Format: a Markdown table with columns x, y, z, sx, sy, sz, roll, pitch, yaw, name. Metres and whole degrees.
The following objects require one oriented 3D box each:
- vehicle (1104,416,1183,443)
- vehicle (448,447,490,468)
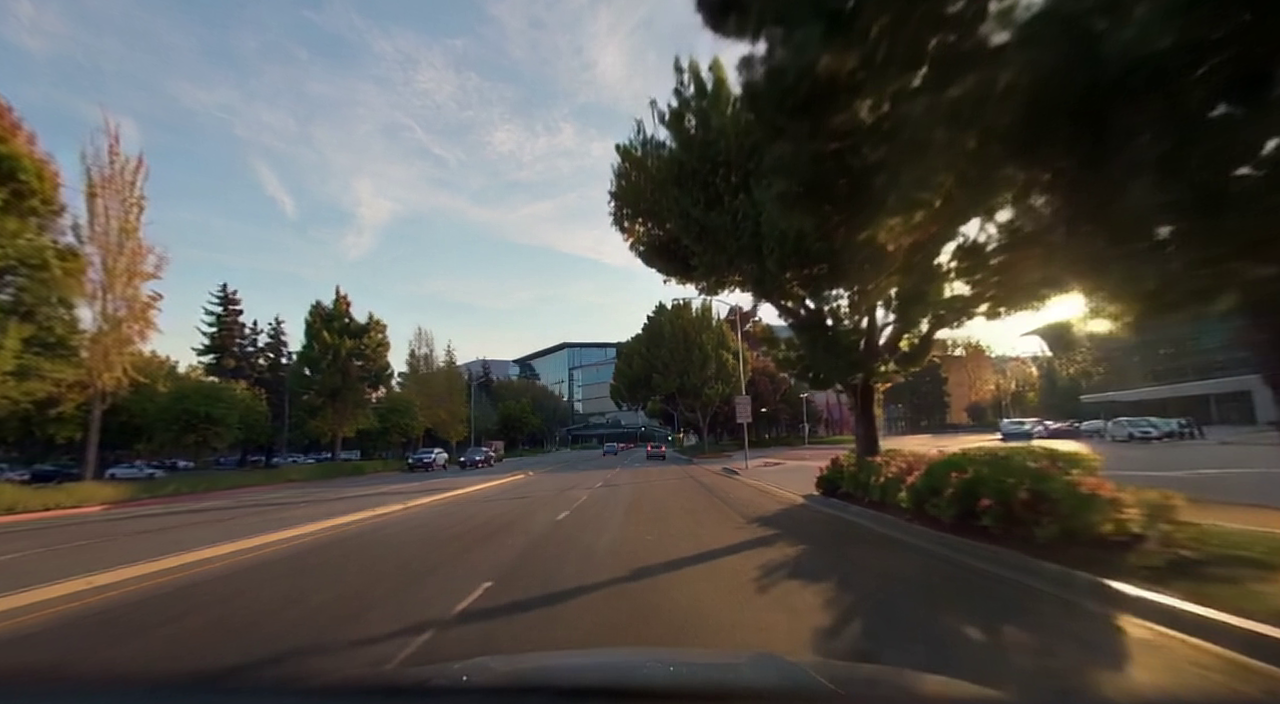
| x | y | z | sx | sy | sz | roll | pitch | yaw | name |
| --- | --- | --- | --- | --- | --- | --- | --- | --- | --- |
| 39.115 | 6.092 | 48.914 | 2.045 | 2.000 | 4.878 | 0 | -8 | 0 | vehicle |
| -13.459 | 8.317 | 49.710 | 1.939 | 1.548 | 4.490 | 0 | -8 | 2 | vehicle |
